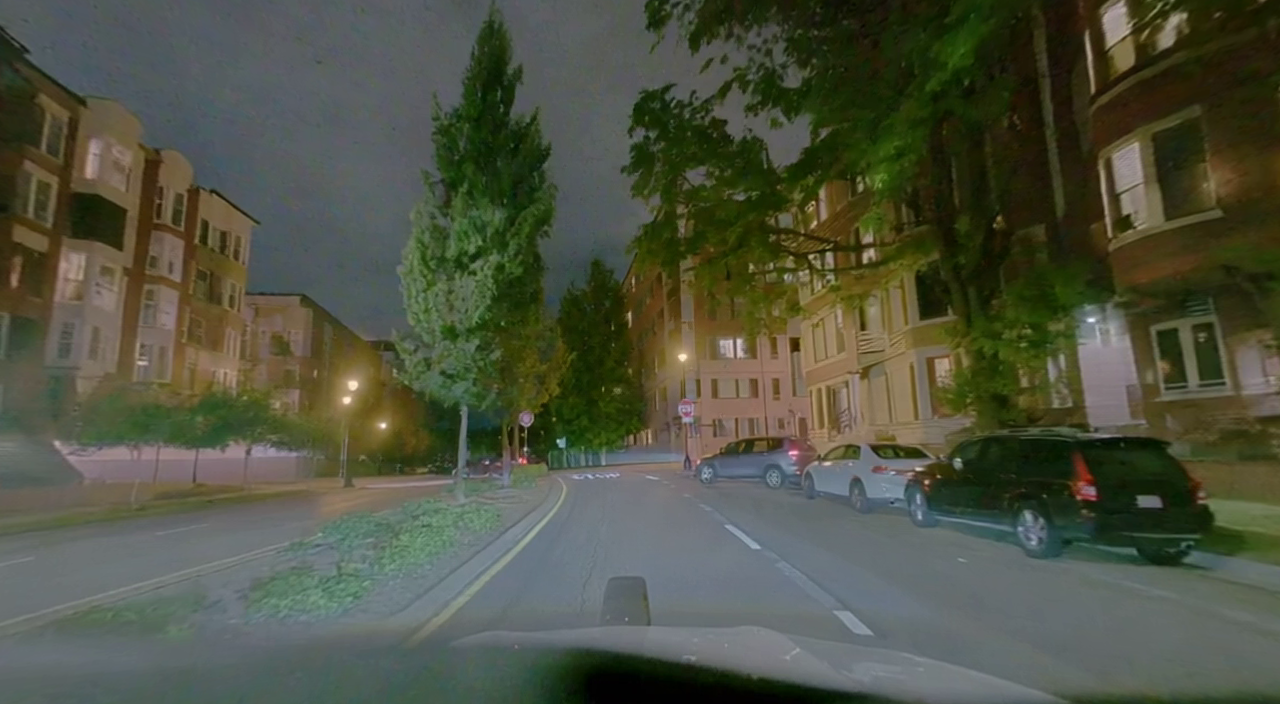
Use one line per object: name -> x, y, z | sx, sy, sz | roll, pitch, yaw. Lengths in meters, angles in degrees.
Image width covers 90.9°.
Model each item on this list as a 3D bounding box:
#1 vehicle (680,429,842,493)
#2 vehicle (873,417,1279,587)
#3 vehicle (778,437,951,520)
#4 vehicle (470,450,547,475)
vehicle -> 3.385, 3.269, 18.738 | 2.065, 1.529, 4.709 | 1, -11, -29
vehicle -> 4.928, 1.742, 8.054 | 1.989, 1.503, 4.594 | 1, -9, -2
vehicle -> 4.638, 2.656, 14.008 | 1.758, 1.454, 5.088 | 0, -8, -3
vehicle -> -8.438, 7.036, 40.340 | 4.654, 1.503, 1.951 | -5, -10, 30
